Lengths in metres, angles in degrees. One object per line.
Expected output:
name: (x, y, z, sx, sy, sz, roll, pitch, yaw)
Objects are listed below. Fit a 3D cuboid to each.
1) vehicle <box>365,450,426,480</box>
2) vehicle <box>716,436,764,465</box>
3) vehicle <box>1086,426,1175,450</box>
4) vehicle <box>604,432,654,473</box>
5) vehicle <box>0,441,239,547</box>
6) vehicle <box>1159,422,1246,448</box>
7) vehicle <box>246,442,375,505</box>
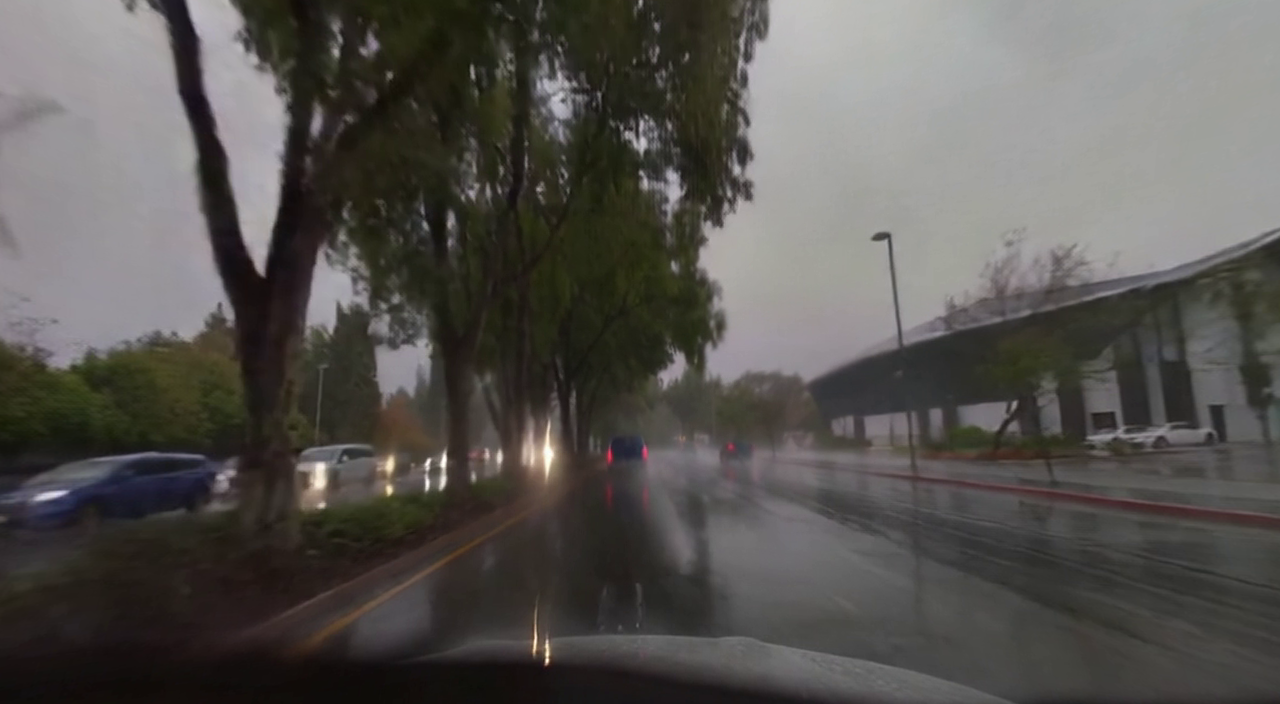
vehicle: (-14.757, 6.805, 38.415, 1.950, 1.655, 4.395, -1, -8, 0)
vehicle: (6.745, 6.705, 43.141, 2.364, 1.781, 4.854, 0, -8, -2)
vehicle: (31.583, 5.579, 40.867, 1.743, 1.445, 4.495, 1, -8, -9)
vehicle: (-0.540, 5.196, 32.877, 2.411, 1.937, 5.186, -1, -8, 0)
vehicle: (-11.290, 2.877, 13.645, 2.042, 1.822, 4.913, -1, -8, -1)
vehicle: (36.517, 5.418, 41.137, 1.807, 1.582, 3.811, 1, -9, -8)
vehicle: (-11.529, 4.216, 22.574, 2.082, 1.824, 4.840, -3, -7, -1)
